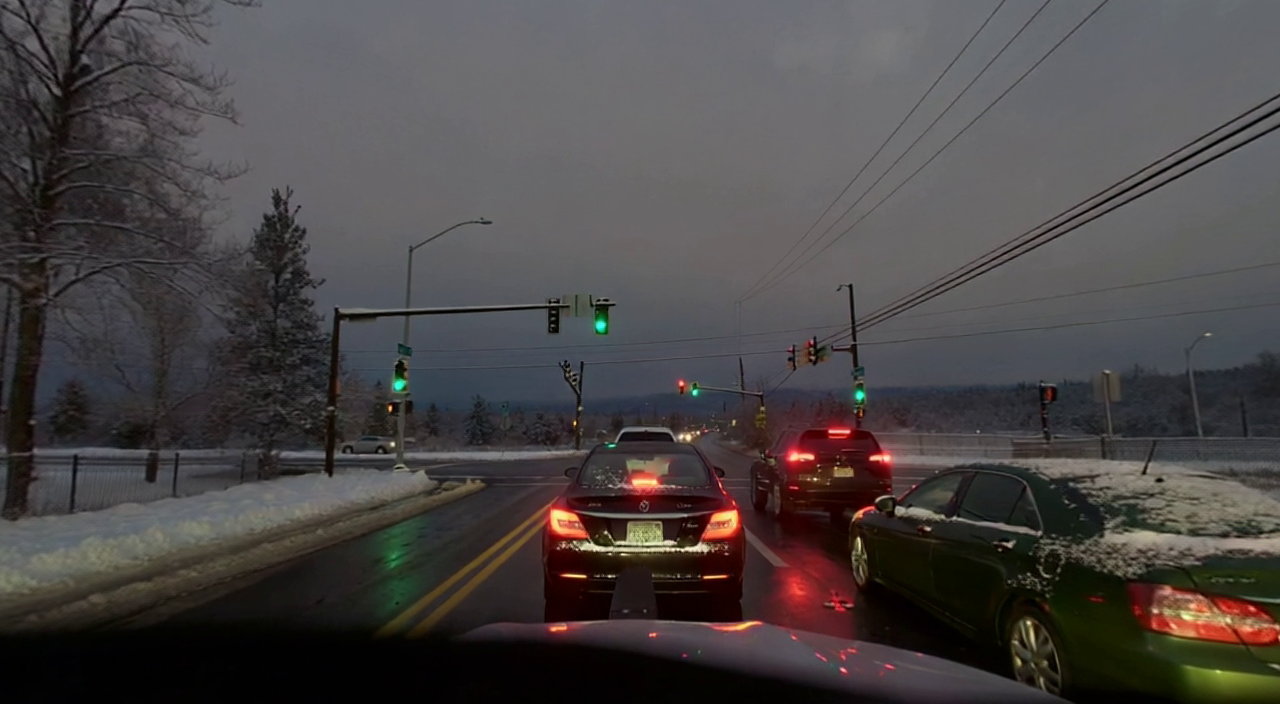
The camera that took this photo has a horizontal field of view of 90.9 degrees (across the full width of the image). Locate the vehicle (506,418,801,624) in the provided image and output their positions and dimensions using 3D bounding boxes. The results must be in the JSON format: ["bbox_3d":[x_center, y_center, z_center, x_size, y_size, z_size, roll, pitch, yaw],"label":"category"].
[{"bbox_3d":[0.076,1.570,6.896,2.170,1.497,4.369,0,-8,-1],"label":"vehicle"}]

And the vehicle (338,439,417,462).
[{"bbox_3d":[-17.228,6.453,41.460,4.406,1.458,1.892,-1,-8,7],"label":"vehicle"}]

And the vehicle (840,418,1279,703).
[{"bbox_3d":[3.098,1.255,4.224,2.027,1.432,4.431,0,-8,0],"label":"vehicle"}]
